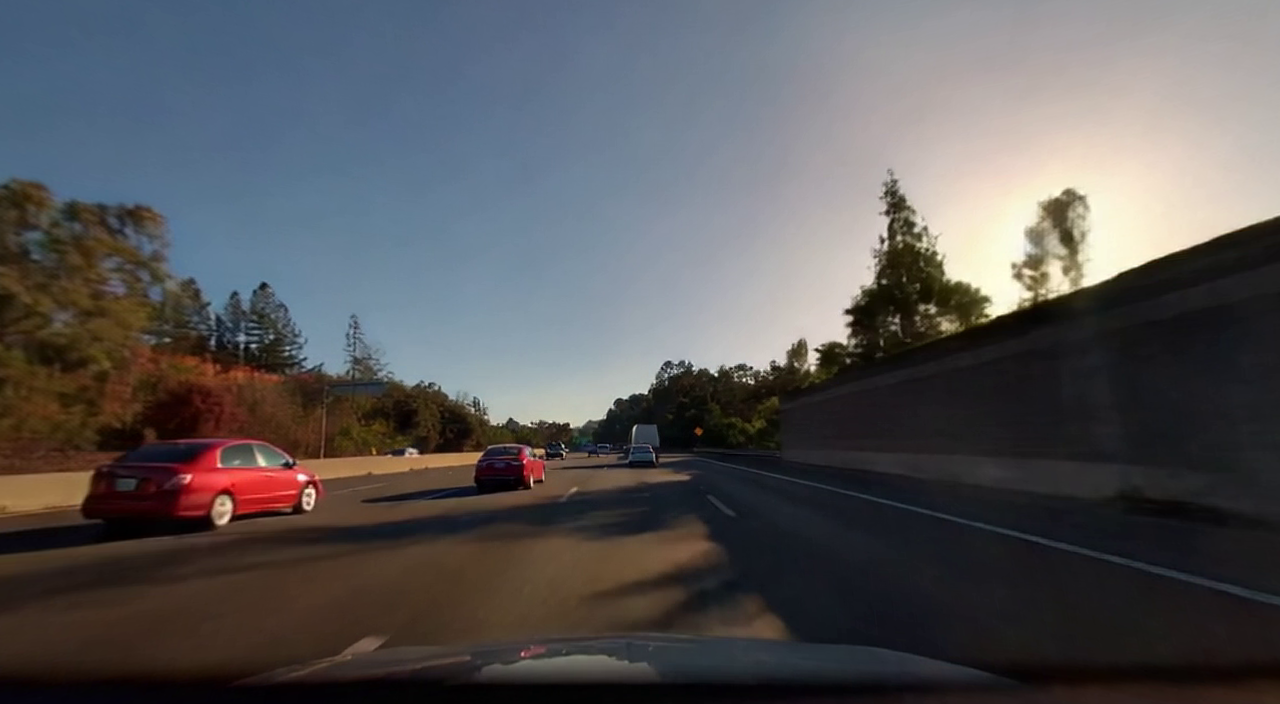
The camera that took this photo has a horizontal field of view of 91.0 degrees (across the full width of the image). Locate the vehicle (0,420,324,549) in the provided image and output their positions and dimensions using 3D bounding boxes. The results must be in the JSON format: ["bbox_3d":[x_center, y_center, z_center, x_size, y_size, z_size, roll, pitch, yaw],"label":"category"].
[{"bbox_3d":[-7.697,2.099,10.698,2.189,1.673,4.699,0,-9,0],"label":"vehicle"}]

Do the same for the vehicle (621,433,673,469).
[{"bbox_3d":[0.336,5.872,37.390,2.856,1.994,4.931,0,-9,-1],"label":"vehicle"}]

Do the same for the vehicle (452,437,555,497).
[{"bbox_3d":[-3.801,3.272,18.348,2.000,1.512,4.371,0,-9,0],"label":"vehicle"}]

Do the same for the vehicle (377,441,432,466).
[{"bbox_3d":[-16.970,7.332,45.640,2.081,1.639,4.832,0,-9,1],"label":"vehicle"}]
